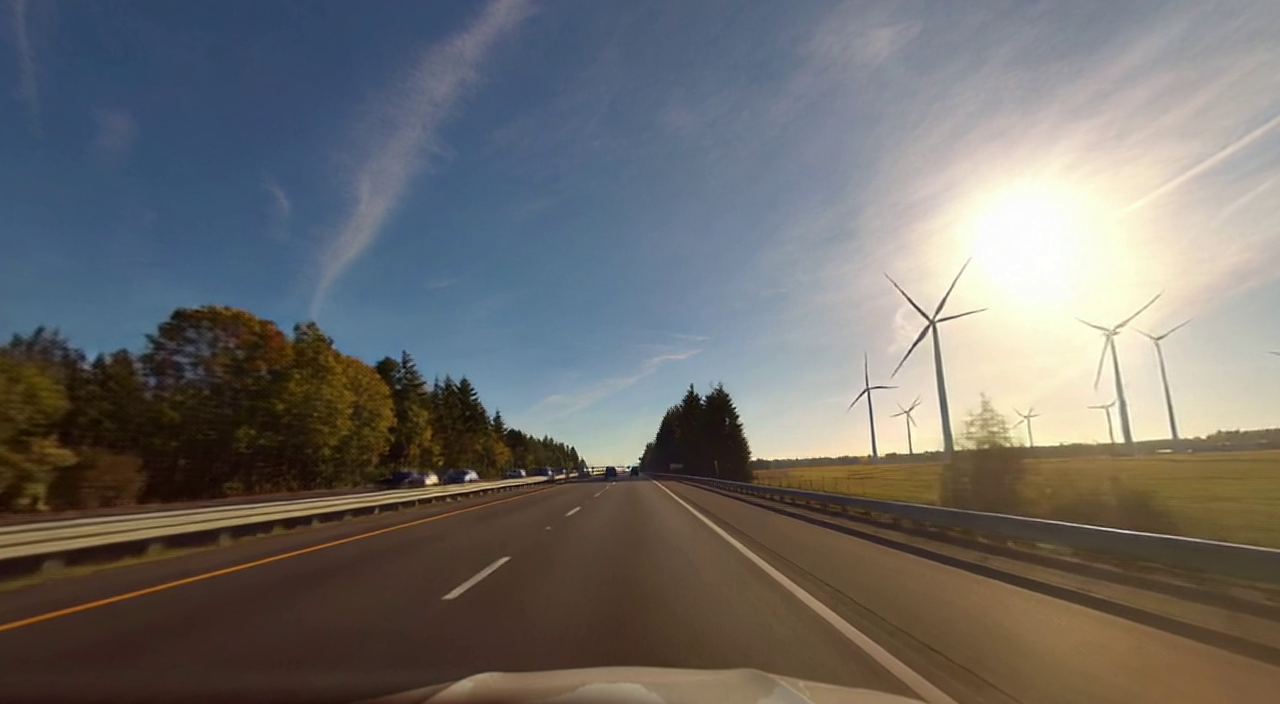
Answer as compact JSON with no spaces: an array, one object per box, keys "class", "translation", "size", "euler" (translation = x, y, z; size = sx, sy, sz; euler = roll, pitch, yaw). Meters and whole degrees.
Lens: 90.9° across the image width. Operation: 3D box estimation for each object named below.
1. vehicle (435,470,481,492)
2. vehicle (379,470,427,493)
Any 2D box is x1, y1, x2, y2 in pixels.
[{"class":"vehicle","translation":[-12.583,8.940,43.864],"size":[1.884,1.434,4.481],"euler":[1,-11,0]},{"class":"vehicle","translation":[-17.042,9.324,45.553],"size":[1.870,1.544,4.141],"euler":[1,-11,0]}]
